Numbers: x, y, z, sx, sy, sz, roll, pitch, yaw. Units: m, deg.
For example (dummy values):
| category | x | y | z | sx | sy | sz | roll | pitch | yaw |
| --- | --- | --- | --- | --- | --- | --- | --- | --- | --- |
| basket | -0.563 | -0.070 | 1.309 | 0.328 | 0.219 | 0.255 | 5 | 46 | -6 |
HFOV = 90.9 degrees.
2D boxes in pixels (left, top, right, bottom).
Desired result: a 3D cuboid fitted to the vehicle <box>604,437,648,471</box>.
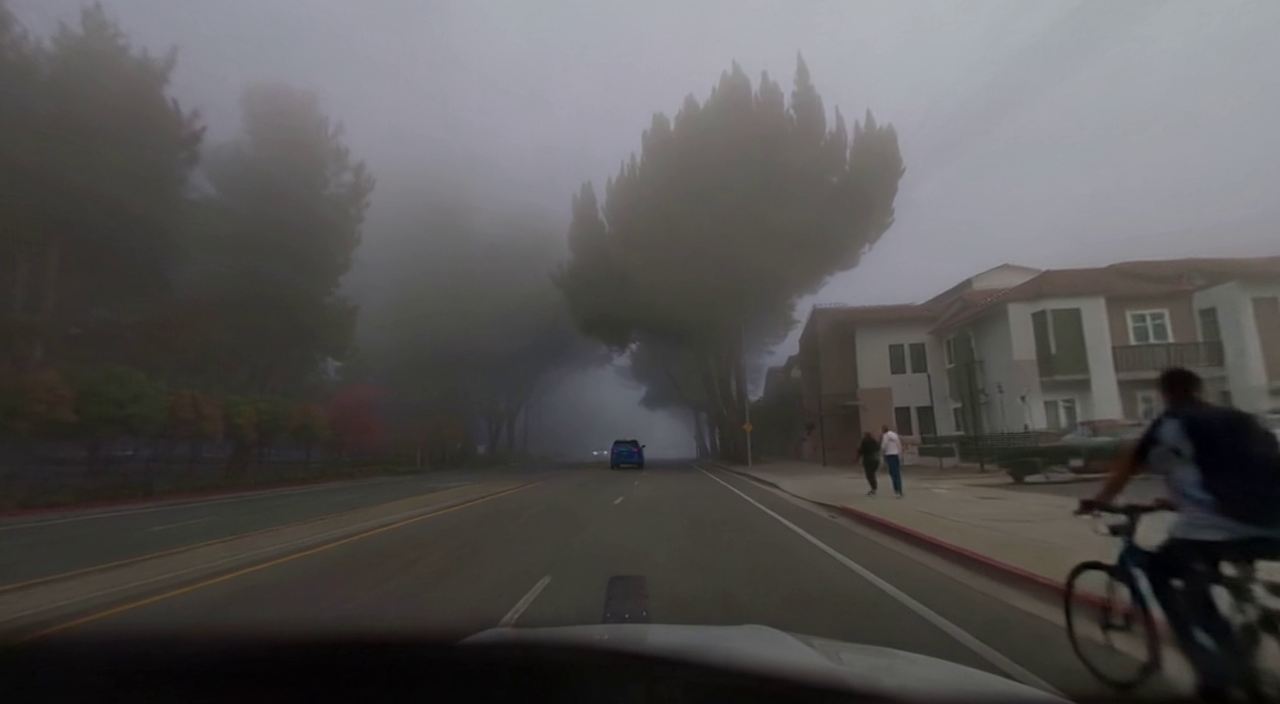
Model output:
| category | x | y | z | sx | sy | sz | roll | pitch | yaw |
| --- | --- | --- | --- | --- | --- | --- | --- | --- | --- |
| vehicle | -0.755 | 5.990 | 37.277 | 2.294 | 1.859 | 5.127 | -1 | -9 | 2 |
